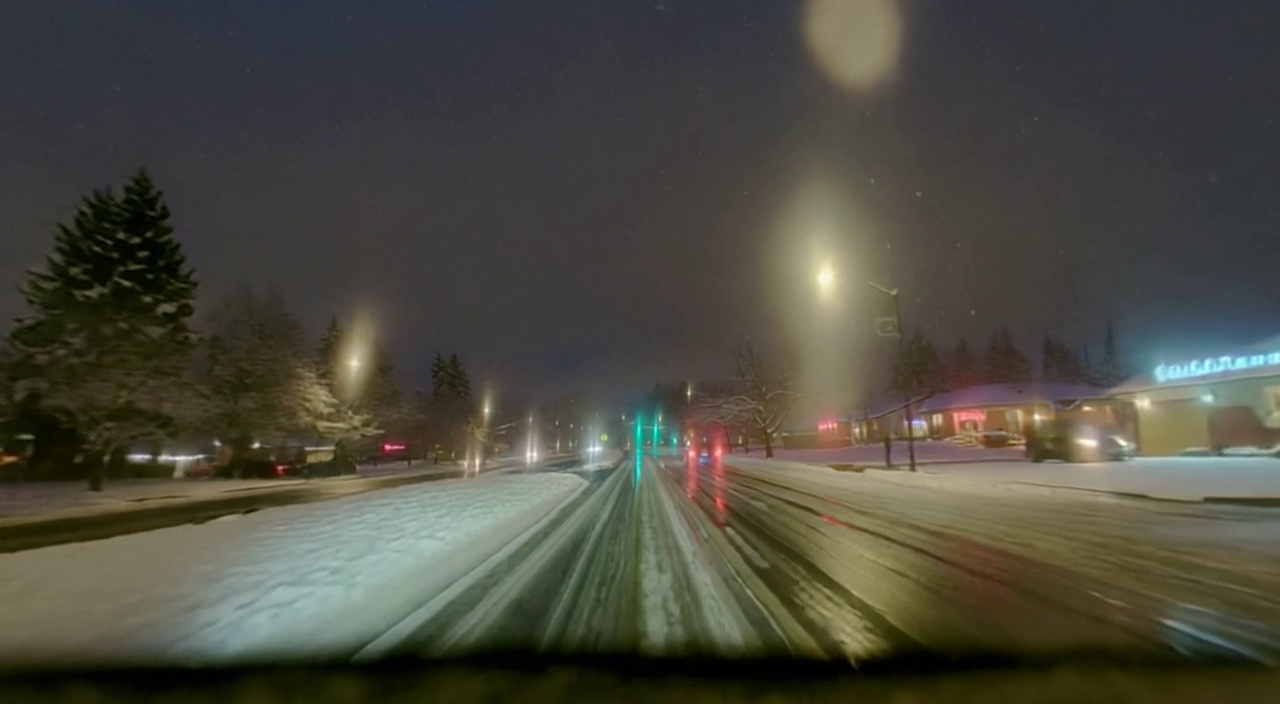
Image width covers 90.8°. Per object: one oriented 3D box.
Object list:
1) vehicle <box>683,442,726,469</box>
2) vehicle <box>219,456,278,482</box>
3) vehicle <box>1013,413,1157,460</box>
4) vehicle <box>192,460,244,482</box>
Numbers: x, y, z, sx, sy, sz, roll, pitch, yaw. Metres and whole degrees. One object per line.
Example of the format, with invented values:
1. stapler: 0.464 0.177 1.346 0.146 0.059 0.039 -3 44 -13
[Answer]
1. vehicle: 3.587 5.811 35.808 1.929 1.411 4.284 0 -8 -1
2. vehicle: -28.973 8.638 46.898 1.943 1.647 4.077 -3 -9 -2
3. vehicle: 19.827 3.859 28.618 2.247 1.917 5.791 0 -8 0
4. vehicle: -31.698 8.956 47.554 1.738 1.466 3.540 1 -8 -5
